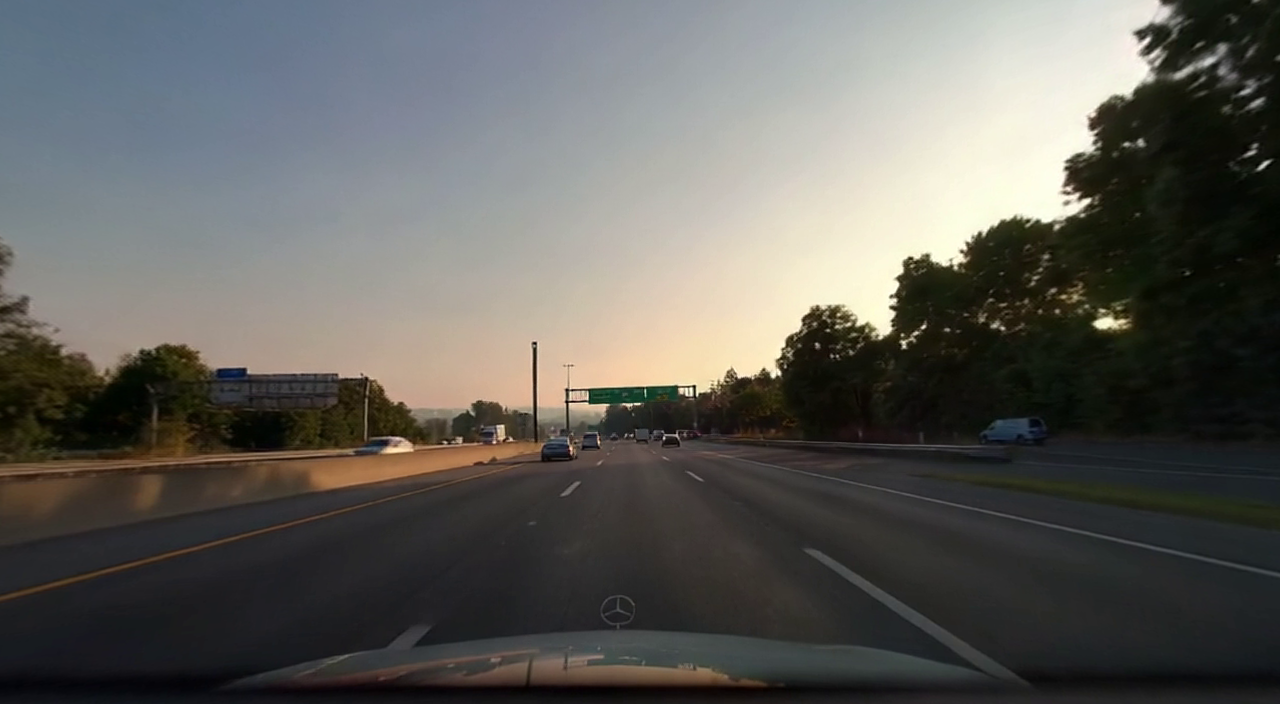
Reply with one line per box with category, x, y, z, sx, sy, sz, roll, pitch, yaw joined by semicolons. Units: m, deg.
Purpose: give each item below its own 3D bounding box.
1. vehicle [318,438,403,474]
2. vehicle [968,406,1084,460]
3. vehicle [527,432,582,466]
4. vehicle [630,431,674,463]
vehicle;-12.453;4.627;28.467;1.859;1.484;4.453;0;-8;-1
vehicle;20.045;4.301;33.200;2.232;2.540;6.015;0;-8;-1
vehicle;-3.917;4.519;29.634;2.014;1.471;4.380;0;-8;-1
vehicle;0.543;4.828;32.192;2.086;1.554;3.875;0;-8;-2
